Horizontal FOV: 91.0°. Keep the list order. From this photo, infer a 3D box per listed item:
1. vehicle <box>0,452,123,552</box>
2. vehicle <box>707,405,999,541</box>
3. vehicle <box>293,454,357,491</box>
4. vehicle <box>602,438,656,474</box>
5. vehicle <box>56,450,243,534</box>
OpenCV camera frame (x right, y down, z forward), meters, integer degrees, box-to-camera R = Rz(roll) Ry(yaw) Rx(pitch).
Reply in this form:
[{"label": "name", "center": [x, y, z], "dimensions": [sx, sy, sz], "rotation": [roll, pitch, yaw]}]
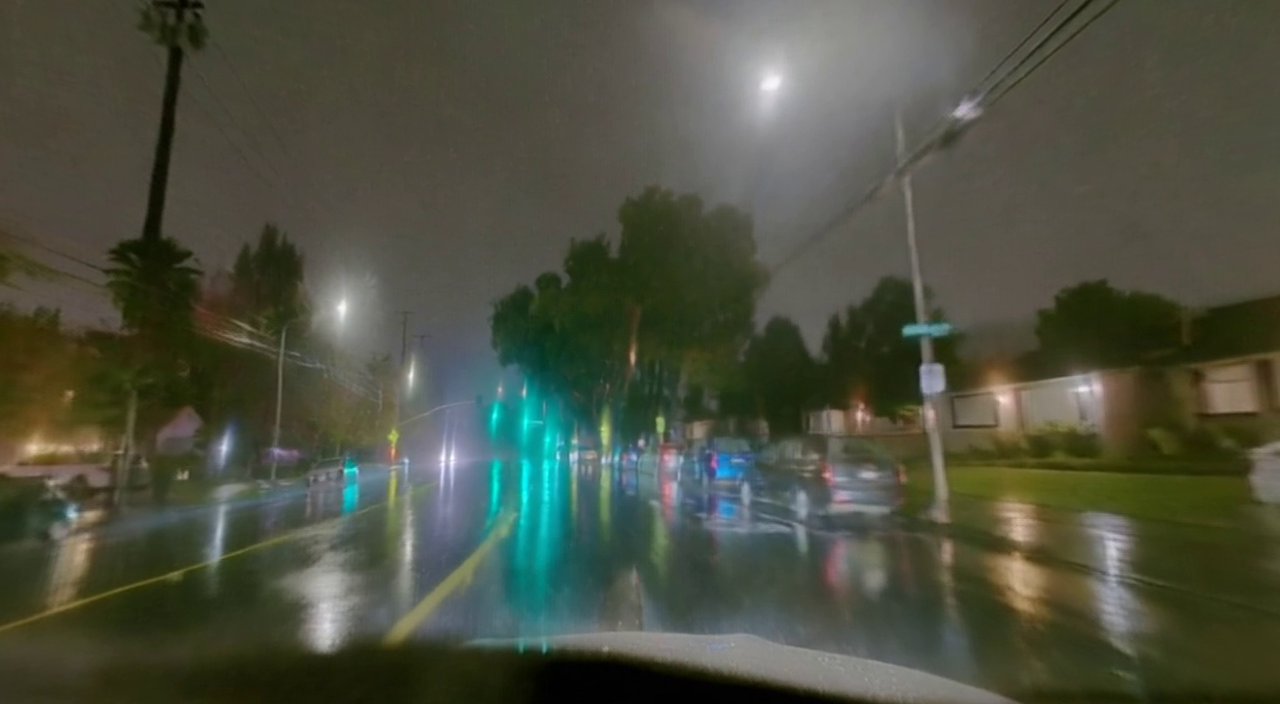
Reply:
[{"label": "vehicle", "center": [-12.209, 2.837, 11.487], "dimensions": [1.992, 1.677, 4.499], "rotation": [-7, -7, -4]}, {"label": "vehicle", "center": [3.518, 2.301, 12.687], "dimensions": [2.723, 1.785, 7.174], "rotation": [4, -9, -6]}, {"label": "vehicle", "center": [-16.532, 6.293, 33.257], "dimensions": [1.932, 1.468, 4.305], "rotation": [-6, -7, -12]}, {"label": "vehicle", "center": [-0.742, 5.866, 35.998], "dimensions": [2.348, 1.804, 5.207], "rotation": [4, -8, -8]}, {"label": "vehicle", "center": [-13.225, 3.712, 17.348], "dimensions": [2.159, 1.677, 4.112], "rotation": [-7, -8, -6]}]
